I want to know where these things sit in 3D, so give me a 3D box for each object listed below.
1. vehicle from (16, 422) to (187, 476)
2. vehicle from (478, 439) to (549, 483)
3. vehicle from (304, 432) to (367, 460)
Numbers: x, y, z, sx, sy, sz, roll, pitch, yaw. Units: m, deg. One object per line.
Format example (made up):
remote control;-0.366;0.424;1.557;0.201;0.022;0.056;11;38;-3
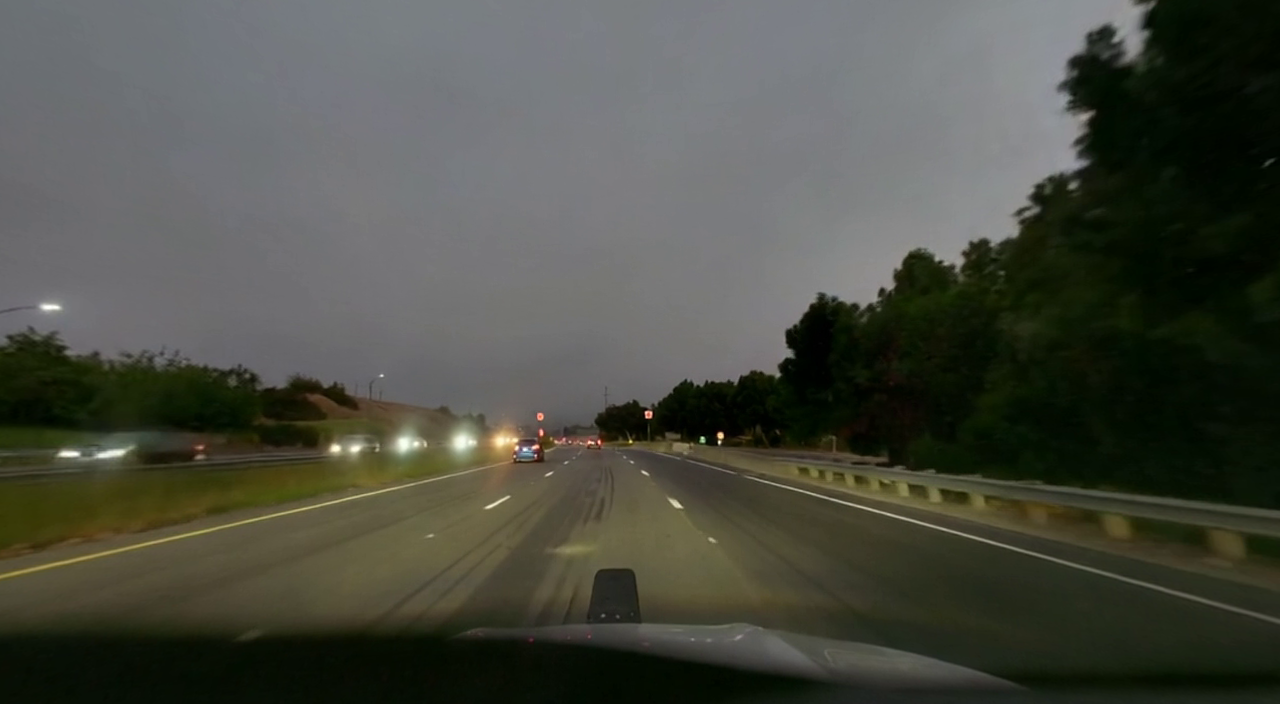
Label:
vehicle;-17.393;3.144;20.696;2.029;1.579;4.139;0;-8;-2
vehicle;-4.406;3.831;22.502;1.874;1.369;3.875;0;-8;-2
vehicle;-17.355;5.356;36.130;1.780;1.474;3.845;0;-8;-3
